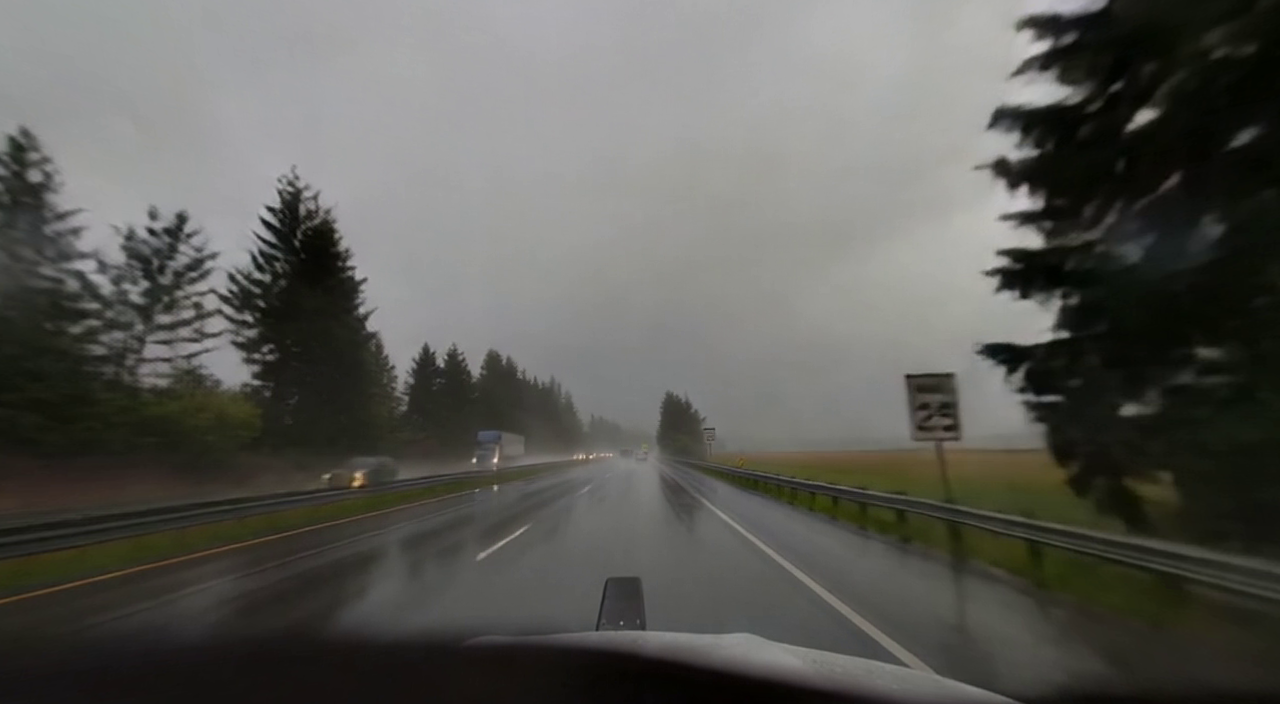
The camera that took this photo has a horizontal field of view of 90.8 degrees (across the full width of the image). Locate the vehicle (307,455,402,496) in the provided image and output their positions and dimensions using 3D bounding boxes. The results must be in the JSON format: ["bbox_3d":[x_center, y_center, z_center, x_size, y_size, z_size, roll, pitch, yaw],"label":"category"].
[{"bbox_3d":[-11.840,5.137,26.490,2.091,1.567,3.917,0,-9,0],"label":"vehicle"}]
